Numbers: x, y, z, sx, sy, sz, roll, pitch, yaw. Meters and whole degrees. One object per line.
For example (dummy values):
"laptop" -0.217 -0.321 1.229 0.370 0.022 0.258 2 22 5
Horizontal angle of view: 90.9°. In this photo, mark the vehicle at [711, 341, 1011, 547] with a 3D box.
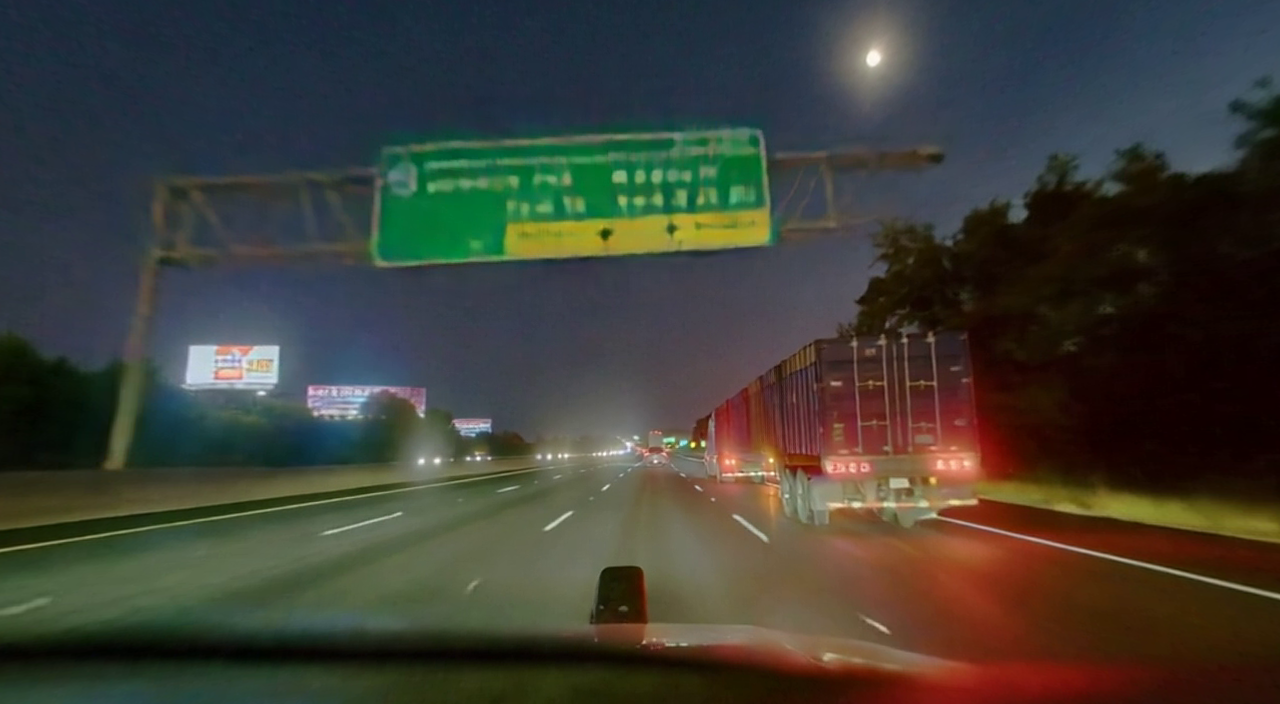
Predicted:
"vehicle" 4.437 2.771 19.118 2.917 3.179 18.723 0 -8 1

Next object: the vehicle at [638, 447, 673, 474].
"vehicle" 0.946 6.693 39.051 2.042 1.528 4.300 0 -8 0
